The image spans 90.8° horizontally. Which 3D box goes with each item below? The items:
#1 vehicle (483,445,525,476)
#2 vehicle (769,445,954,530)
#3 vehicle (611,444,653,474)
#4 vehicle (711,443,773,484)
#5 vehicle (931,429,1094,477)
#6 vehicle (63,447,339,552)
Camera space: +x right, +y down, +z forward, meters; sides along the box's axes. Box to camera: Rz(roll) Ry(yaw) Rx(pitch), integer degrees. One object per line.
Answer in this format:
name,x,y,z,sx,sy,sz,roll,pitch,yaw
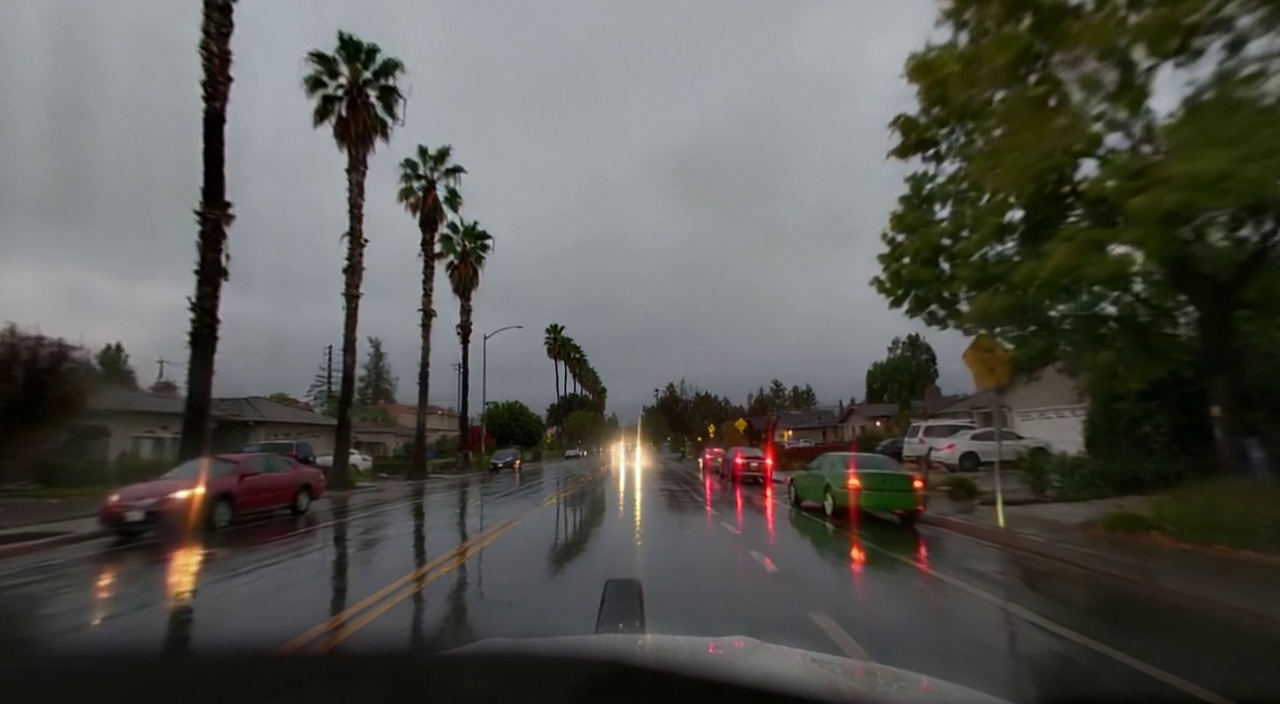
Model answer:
vehicle,-9.040,7.226,42.281,1.945,1.666,4.107,-3,-6,-1
vehicle,4.494,2.816,13.897,2.033,1.495,5.175,0,-9,-2
vehicle,-0.415,5.649,33.582,2.098,1.483,4.099,0,-9,-1
vehicle,4.420,4.914,28.260,2.017,1.646,5.389,0,-9,2
vehicle,12.499,3.410,21.403,4.288,1.539,1.934,0,-9,-1
vehicle,-8.946,2.980,13.748,2.181,1.527,5.441,-2,-7,0
